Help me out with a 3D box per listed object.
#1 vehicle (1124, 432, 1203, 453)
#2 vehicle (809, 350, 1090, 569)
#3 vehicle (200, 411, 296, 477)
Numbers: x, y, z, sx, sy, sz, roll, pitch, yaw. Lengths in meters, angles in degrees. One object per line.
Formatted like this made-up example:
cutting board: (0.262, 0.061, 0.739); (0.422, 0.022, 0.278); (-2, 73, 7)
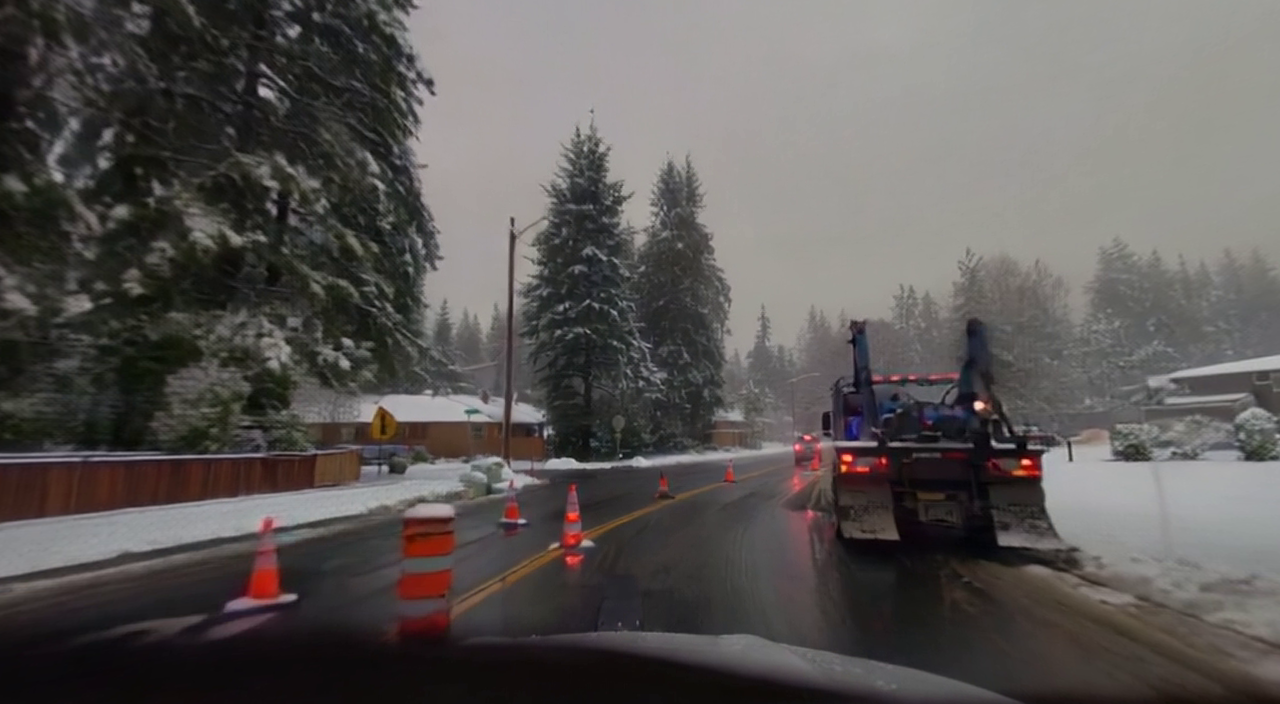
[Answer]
vehicle: (39.304, 6.837, 47.530); (1.714, 1.472, 4.117); (4, -9, -22)
vehicle: (4.708, 1.705, 11.255); (3.098, 2.601, 6.758); (-3, -7, 15)
vehicle: (-15.489, 3.660, 25.107); (2.665, 2.465, 1.532); (4, -8, -14)
